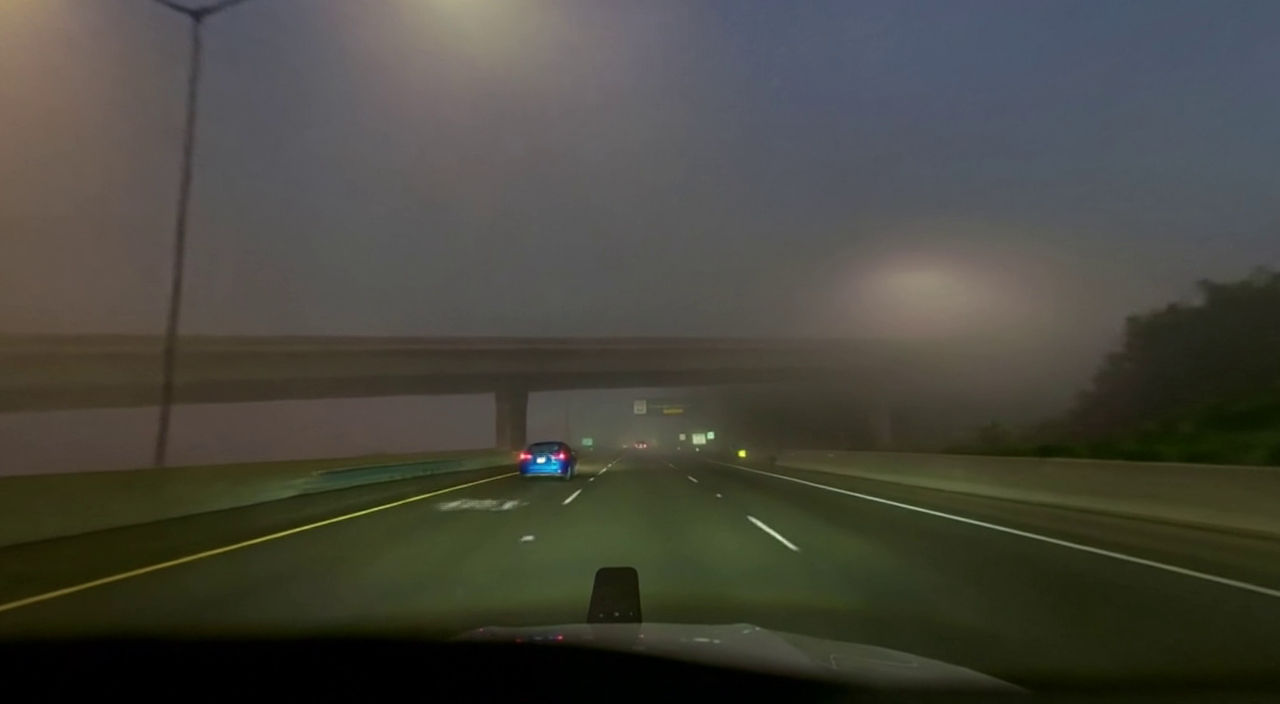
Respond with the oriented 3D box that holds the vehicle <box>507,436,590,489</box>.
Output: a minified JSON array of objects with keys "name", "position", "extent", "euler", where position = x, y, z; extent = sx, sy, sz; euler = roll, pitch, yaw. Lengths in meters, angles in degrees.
[{"name":"vehicle","position":[-2.951,3.675,21.370],"extent":[2.029,1.557,4.570],"euler":[0,-8,1]}]
